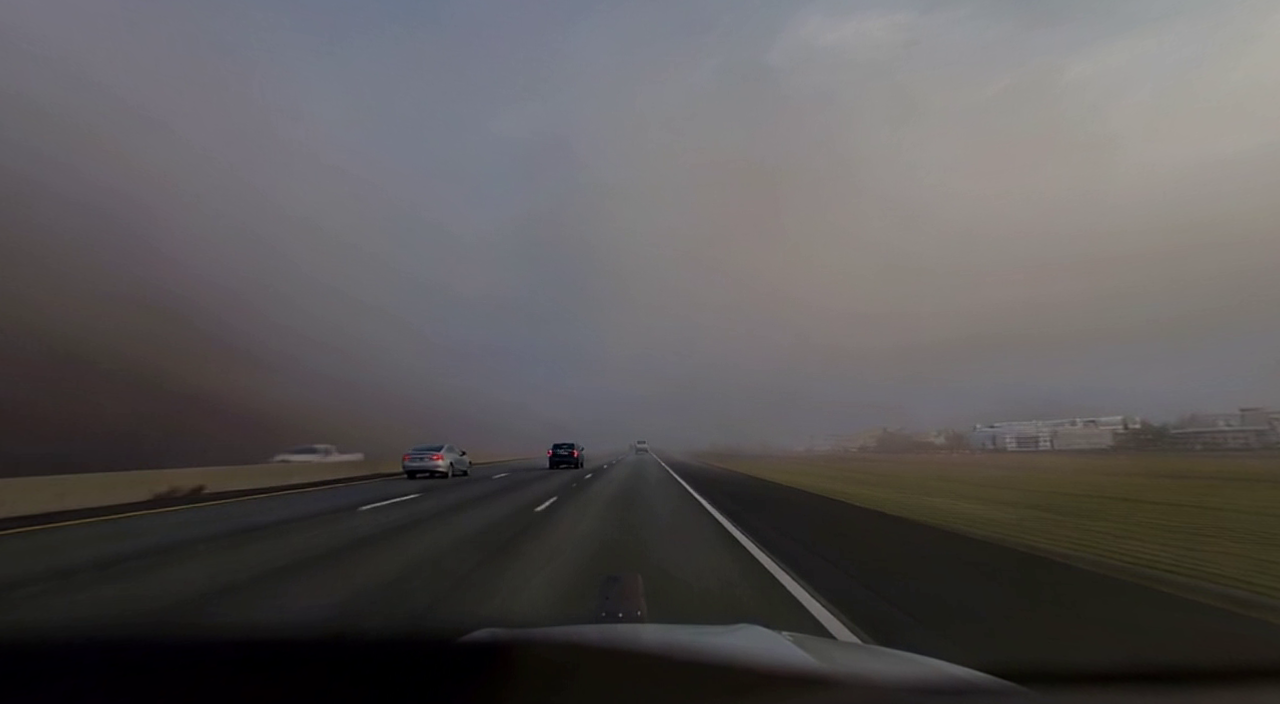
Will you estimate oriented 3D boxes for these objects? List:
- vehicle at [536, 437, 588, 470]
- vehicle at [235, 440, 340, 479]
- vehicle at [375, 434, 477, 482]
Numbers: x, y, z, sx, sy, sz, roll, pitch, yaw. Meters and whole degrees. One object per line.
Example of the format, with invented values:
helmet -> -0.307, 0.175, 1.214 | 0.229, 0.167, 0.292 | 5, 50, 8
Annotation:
vehicle -> -4.062, 5.416, 33.724 | 2.083, 1.588, 4.801 | 0, -8, 1
vehicle -> -15.312, 4.671, 27.667 | 1.909, 1.524, 4.573 | 0, -9, 1
vehicle -> -7.582, 3.801, 22.879 | 2.034, 1.523, 4.627 | 0, -8, 1
